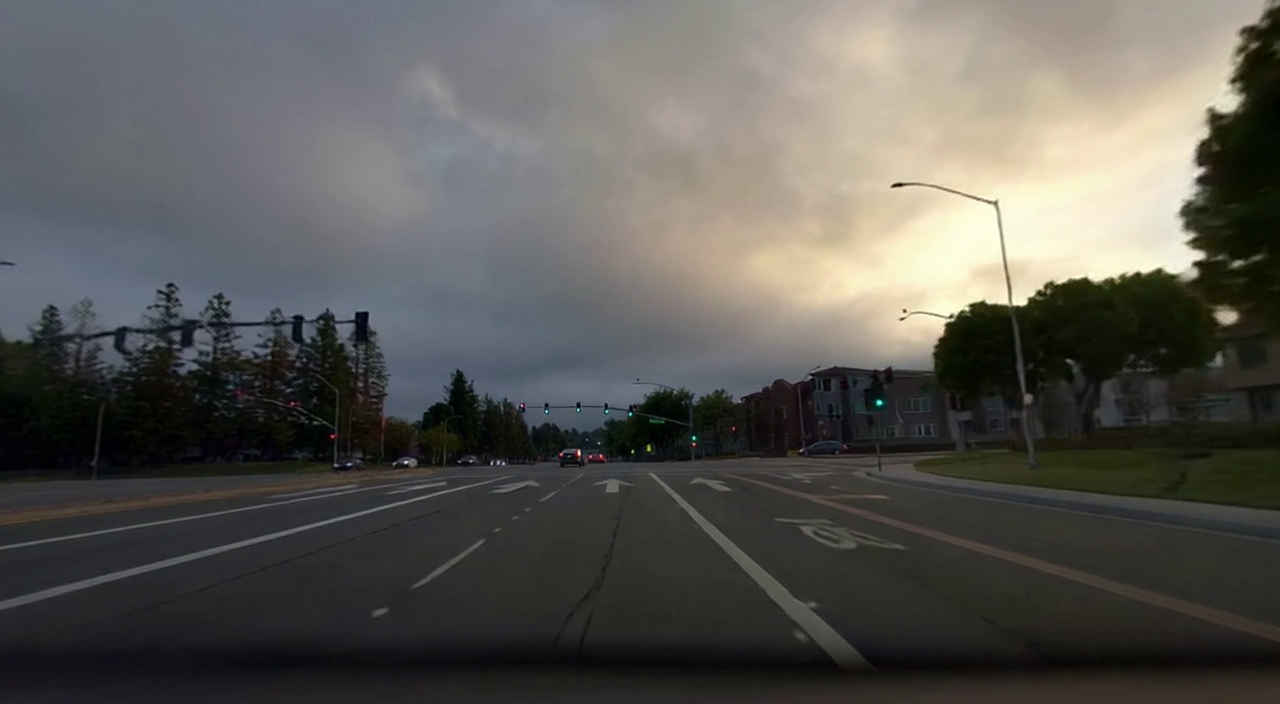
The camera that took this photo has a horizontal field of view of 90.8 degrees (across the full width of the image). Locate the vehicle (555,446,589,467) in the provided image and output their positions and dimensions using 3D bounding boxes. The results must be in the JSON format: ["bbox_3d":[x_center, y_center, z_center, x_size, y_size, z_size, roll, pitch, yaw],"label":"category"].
[{"bbox_3d":[-4.880,7.558,45.989,2.073,1.445,4.151,0,-8,-1],"label":"vehicle"}]
